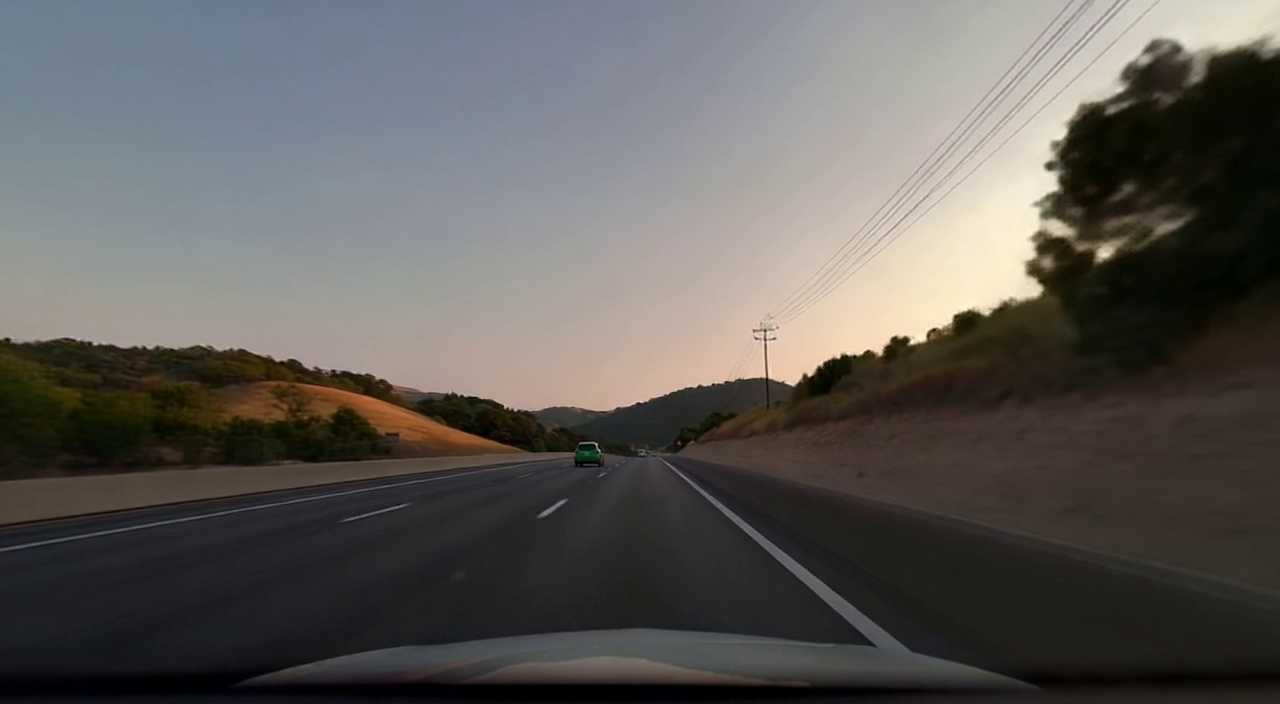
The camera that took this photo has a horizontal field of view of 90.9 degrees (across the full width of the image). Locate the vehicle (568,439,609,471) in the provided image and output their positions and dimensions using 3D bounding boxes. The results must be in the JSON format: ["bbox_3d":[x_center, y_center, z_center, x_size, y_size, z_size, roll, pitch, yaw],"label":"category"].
[{"bbox_3d":[-3.179,6.477,39.907,2.136,1.845,4.515,0,-8,1],"label":"vehicle"}]
